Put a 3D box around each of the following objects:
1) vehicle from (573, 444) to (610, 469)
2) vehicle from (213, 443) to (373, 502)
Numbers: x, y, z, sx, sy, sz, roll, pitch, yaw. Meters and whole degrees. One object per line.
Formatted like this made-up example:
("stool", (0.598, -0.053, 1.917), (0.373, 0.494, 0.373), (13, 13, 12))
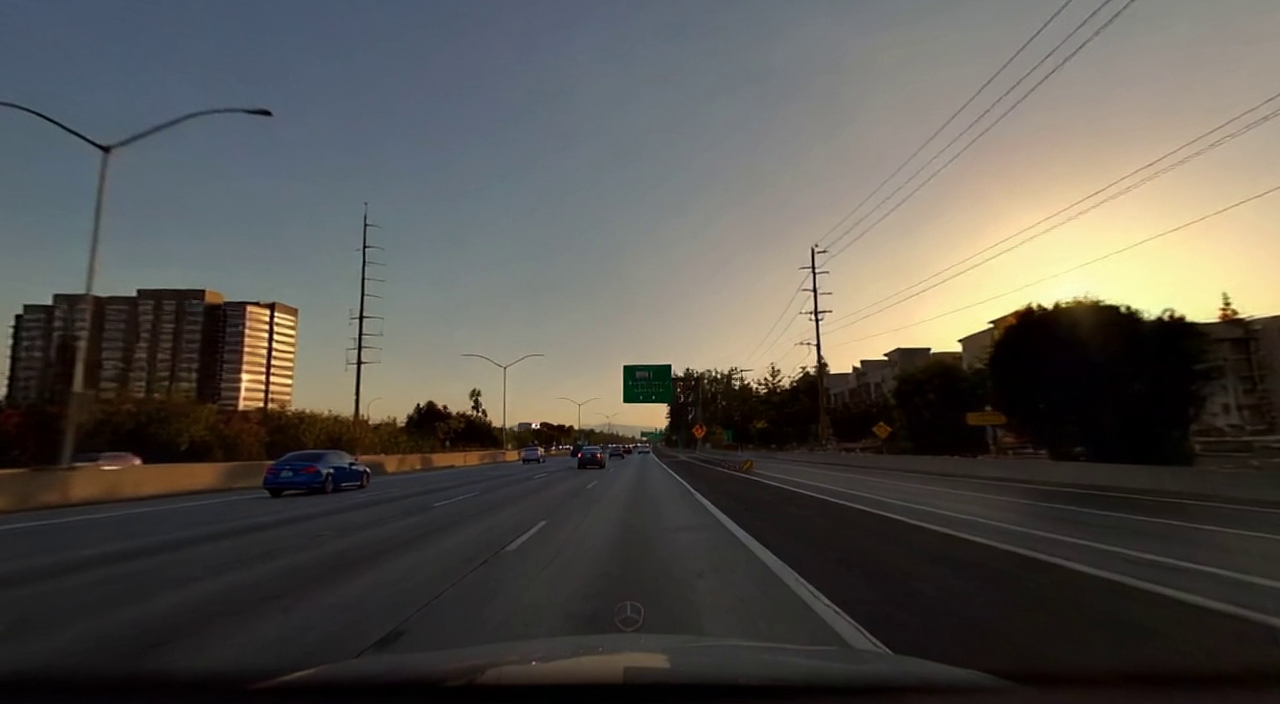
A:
("vehicle", (-3.155, 6.874, 41.726), (2.050, 1.479, 4.342), (0, -8, 0))
("vehicle", (-10.149, 3.517, 19.021), (2.002, 1.526, 4.822), (0, -8, 1))
